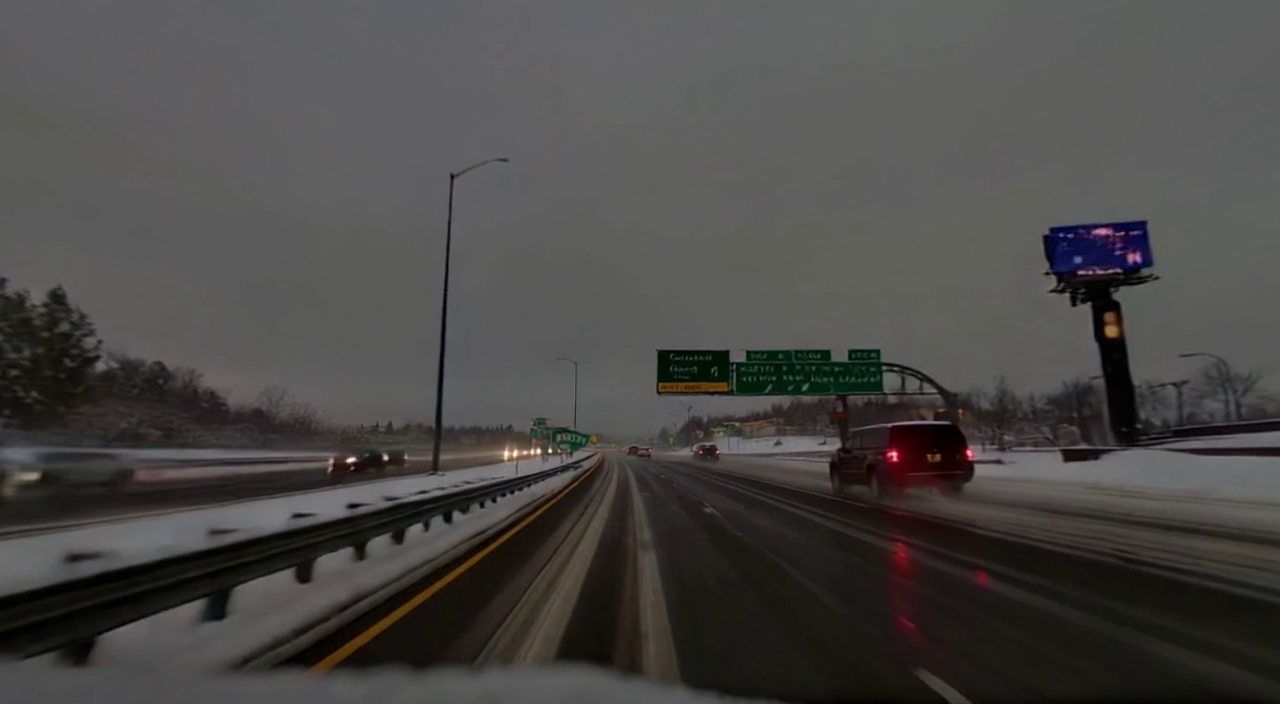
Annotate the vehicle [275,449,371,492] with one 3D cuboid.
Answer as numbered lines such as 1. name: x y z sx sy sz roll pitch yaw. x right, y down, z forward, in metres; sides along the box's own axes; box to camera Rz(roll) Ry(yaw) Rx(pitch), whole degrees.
1. vehicle: -13.855 5.150 27.944 1.958 1.689 4.544 0 -9 -1

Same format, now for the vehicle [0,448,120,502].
1. vehicle: -20.348 4.042 21.147 1.987 1.598 4.611 0 -9 -1

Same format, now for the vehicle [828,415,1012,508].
1. vehicle: 6.702 2.698 15.950 2.181 1.952 4.973 0 -9 -2

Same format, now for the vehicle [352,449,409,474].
1. vehicle: -17.906 7.539 43.829 2.079 1.623 4.775 0 -9 -2
